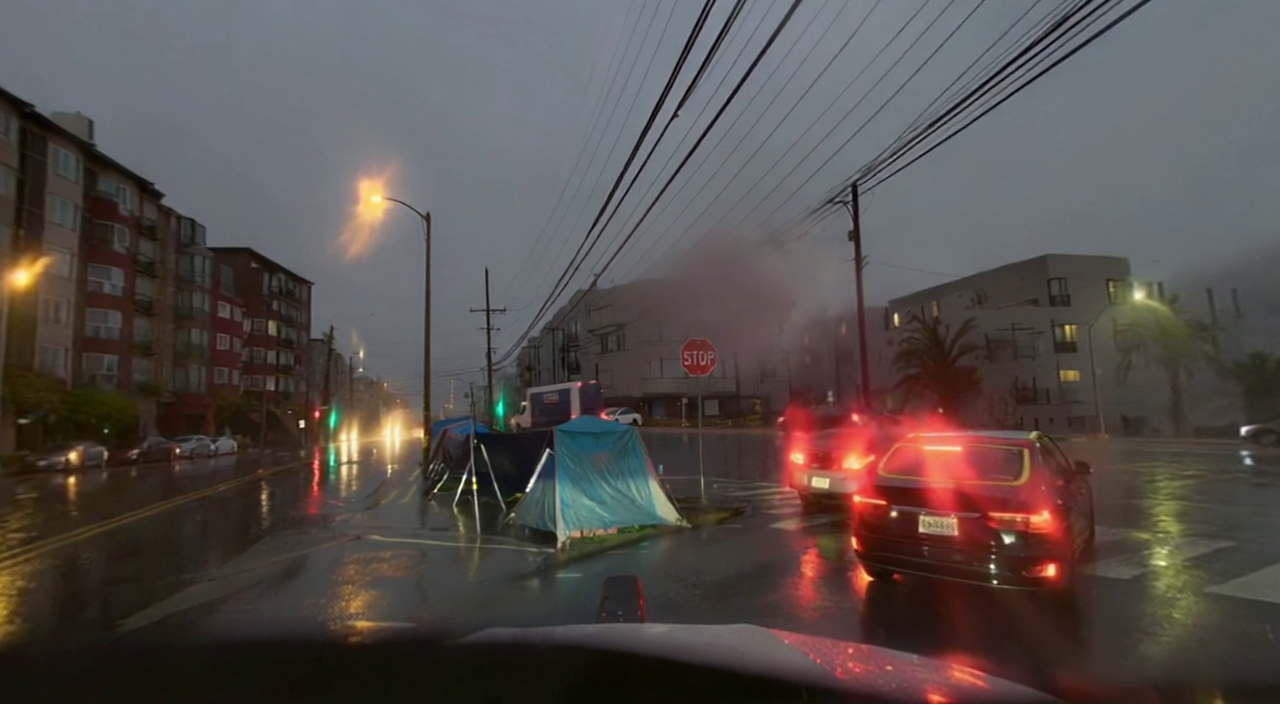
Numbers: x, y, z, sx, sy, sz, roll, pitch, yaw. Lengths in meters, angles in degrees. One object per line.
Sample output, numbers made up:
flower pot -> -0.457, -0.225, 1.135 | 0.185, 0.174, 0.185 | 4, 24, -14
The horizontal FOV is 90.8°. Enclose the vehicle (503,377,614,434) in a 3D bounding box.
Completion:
vehicle -> -5.085, 3.372, 38.385 | 7.172, 3.075, 2.584 | -7, -10, 41

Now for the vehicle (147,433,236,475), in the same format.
vehicle -> -20.969, 4.779, 29.819 | 2.033, 1.755, 5.461 | 3, -9, -20

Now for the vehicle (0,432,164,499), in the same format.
vehicle -> -17.179, 3.475, 19.839 | 2.054, 1.800, 5.212 | 3, -9, -20

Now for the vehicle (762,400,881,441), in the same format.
vehicle -> 7.490, 2.930, 26.406 | 4.363, 1.511, 1.838 | -8, -11, 42

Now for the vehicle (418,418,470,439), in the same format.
vehicle -> -15.330, 6.012, 49.349 | 2.089, 1.506, 4.641 | 7, -11, -41

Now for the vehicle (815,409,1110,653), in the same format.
vehicle -> 3.467, 1.559, 6.661 | 1.945, 1.647, 4.160 | -6, -10, 32
